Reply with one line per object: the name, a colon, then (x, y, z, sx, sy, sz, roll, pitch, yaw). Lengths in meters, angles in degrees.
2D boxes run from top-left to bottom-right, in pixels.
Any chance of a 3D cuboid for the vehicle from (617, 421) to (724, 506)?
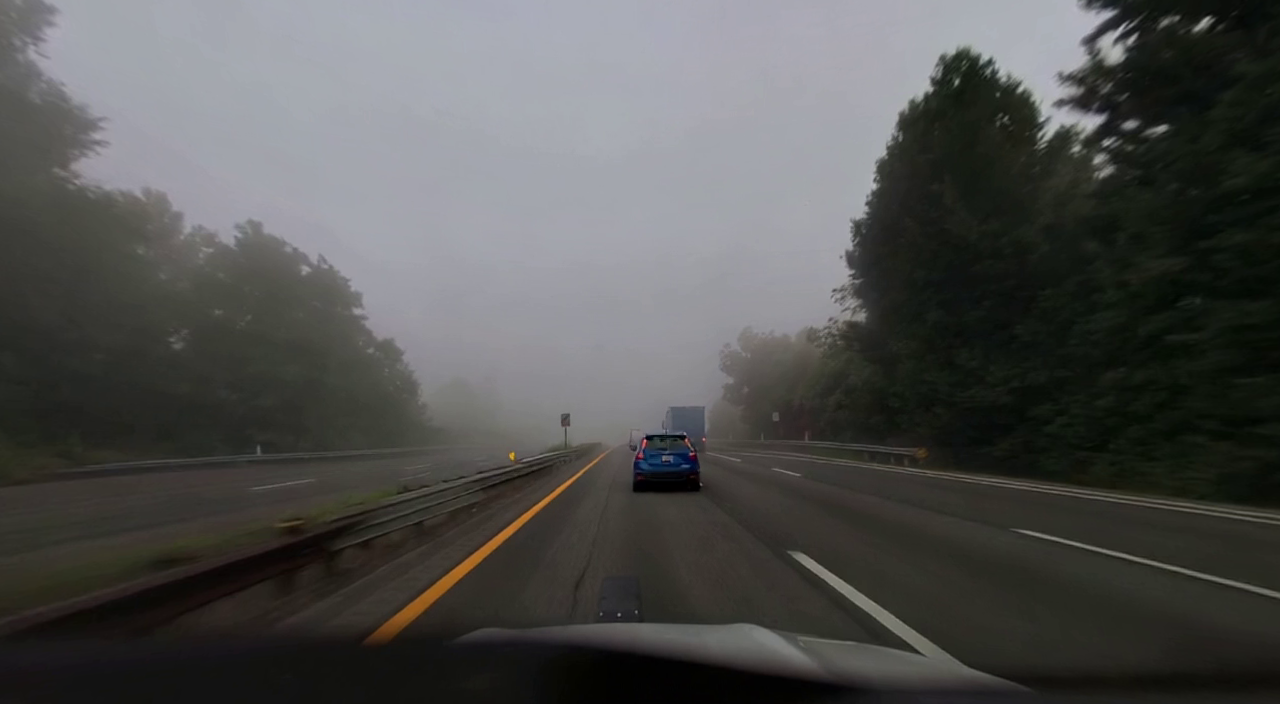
vehicle: (0.508, 2.440, 14.372, 2.038, 1.624, 4.312, 0, -8, -3)
